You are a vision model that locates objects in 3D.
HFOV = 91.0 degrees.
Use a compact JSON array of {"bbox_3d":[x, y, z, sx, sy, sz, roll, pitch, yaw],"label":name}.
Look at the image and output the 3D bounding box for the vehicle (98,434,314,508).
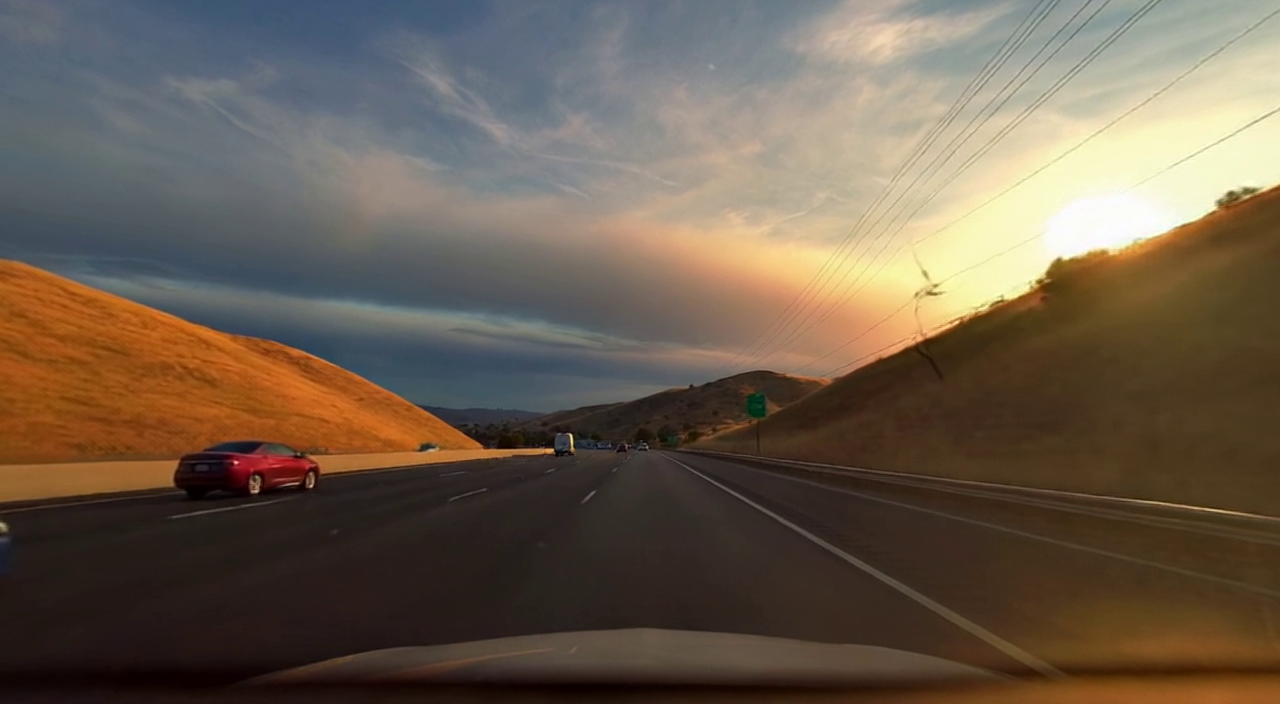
[{"bbox_3d":[-10.648,2.928,16.071,1.971,1.558,4.847,0,-9,1],"label":"vehicle"}]
